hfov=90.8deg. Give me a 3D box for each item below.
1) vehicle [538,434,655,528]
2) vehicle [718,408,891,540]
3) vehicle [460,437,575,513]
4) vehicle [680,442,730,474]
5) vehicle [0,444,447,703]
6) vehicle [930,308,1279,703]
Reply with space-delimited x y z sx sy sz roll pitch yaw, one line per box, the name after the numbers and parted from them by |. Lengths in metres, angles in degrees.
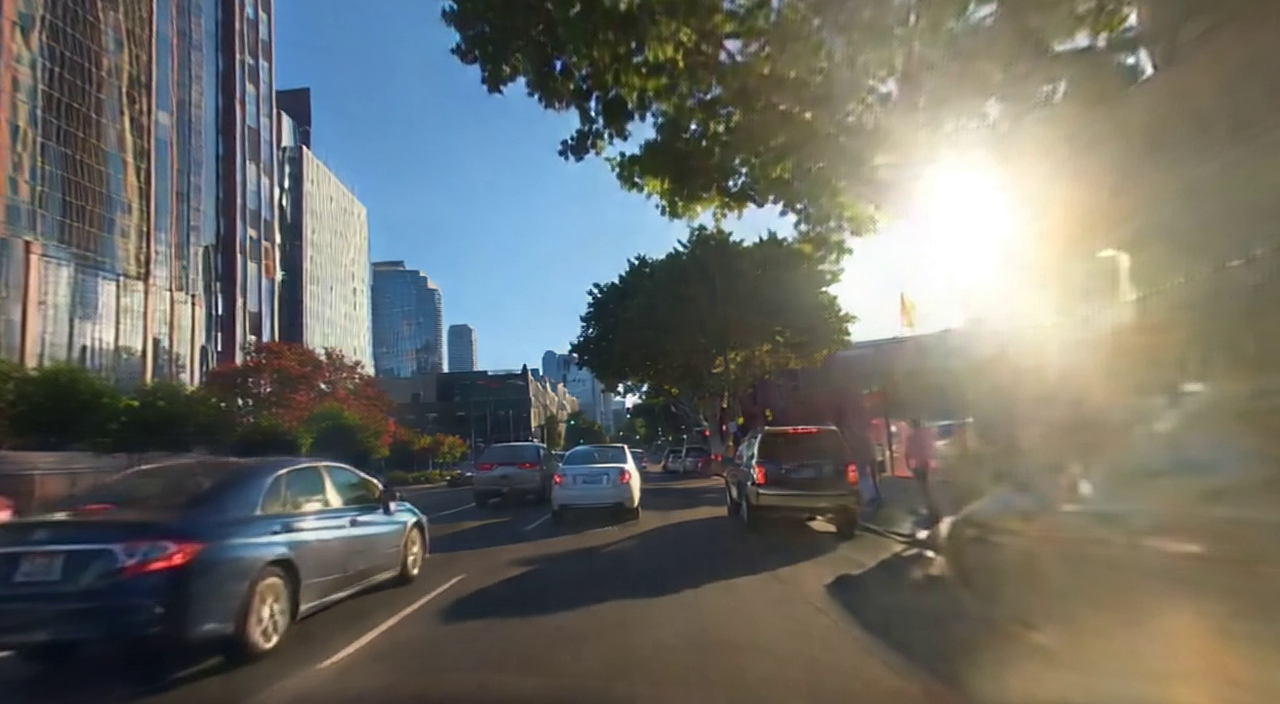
-0.746 2.621 13.416 2.076 1.667 3.948 -1 -8 2 | vehicle
2.747 2.186 11.928 2.352 1.953 4.798 -1 -9 5 | vehicle
-3.249 3.356 17.832 2.000 1.818 4.668 -1 -8 4 | vehicle
3.219 5.299 31.977 2.065 1.461 4.181 0 -8 0 | vehicle
-3.290 1.505 5.143 1.940 1.481 4.376 -1 -8 2 | vehicle
3.171 0.770 2.413 1.971 1.749 4.564 0 -8 1 | vehicle
